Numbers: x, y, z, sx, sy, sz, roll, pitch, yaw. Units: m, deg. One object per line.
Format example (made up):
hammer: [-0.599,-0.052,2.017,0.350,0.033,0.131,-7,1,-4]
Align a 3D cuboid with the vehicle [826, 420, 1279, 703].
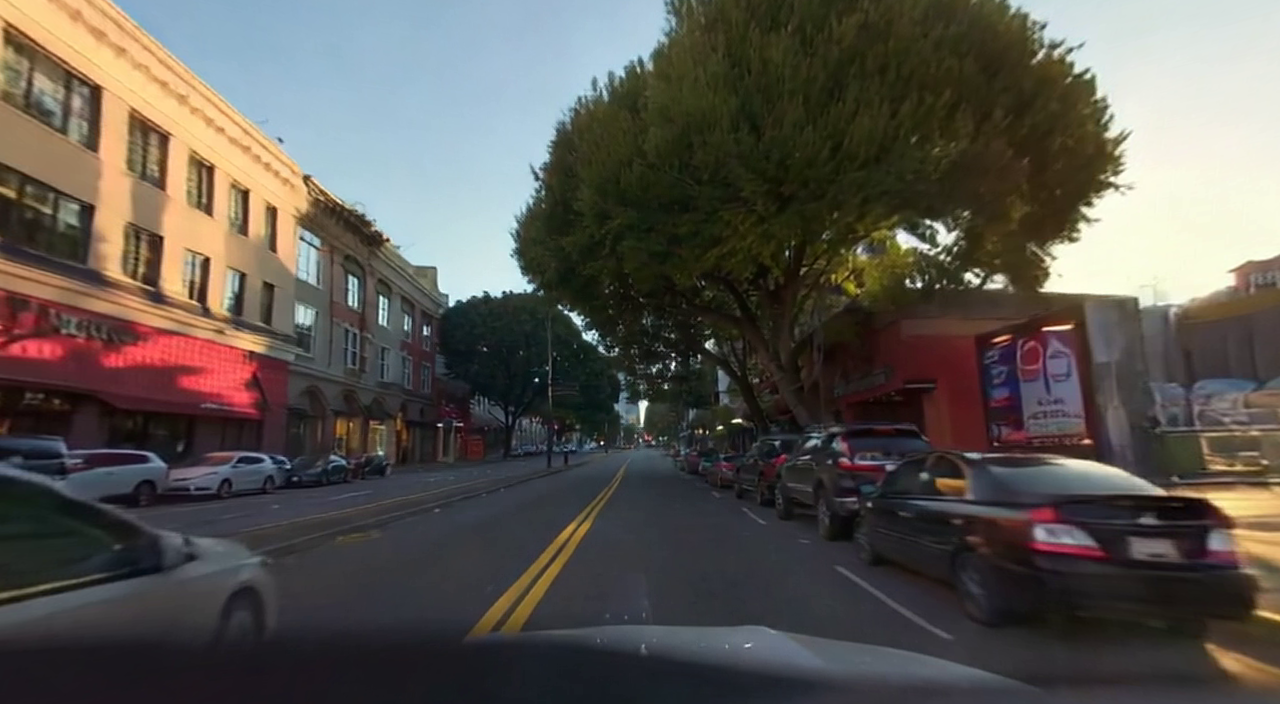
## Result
vehicle: [3.317,1.462,5.467,2.120,1.560,4.402,0,-8,1]

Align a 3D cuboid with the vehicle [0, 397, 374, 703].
vehicle: [-2.755,0.863,1.803,2.030,1.436,4.388,0,-8,1]
